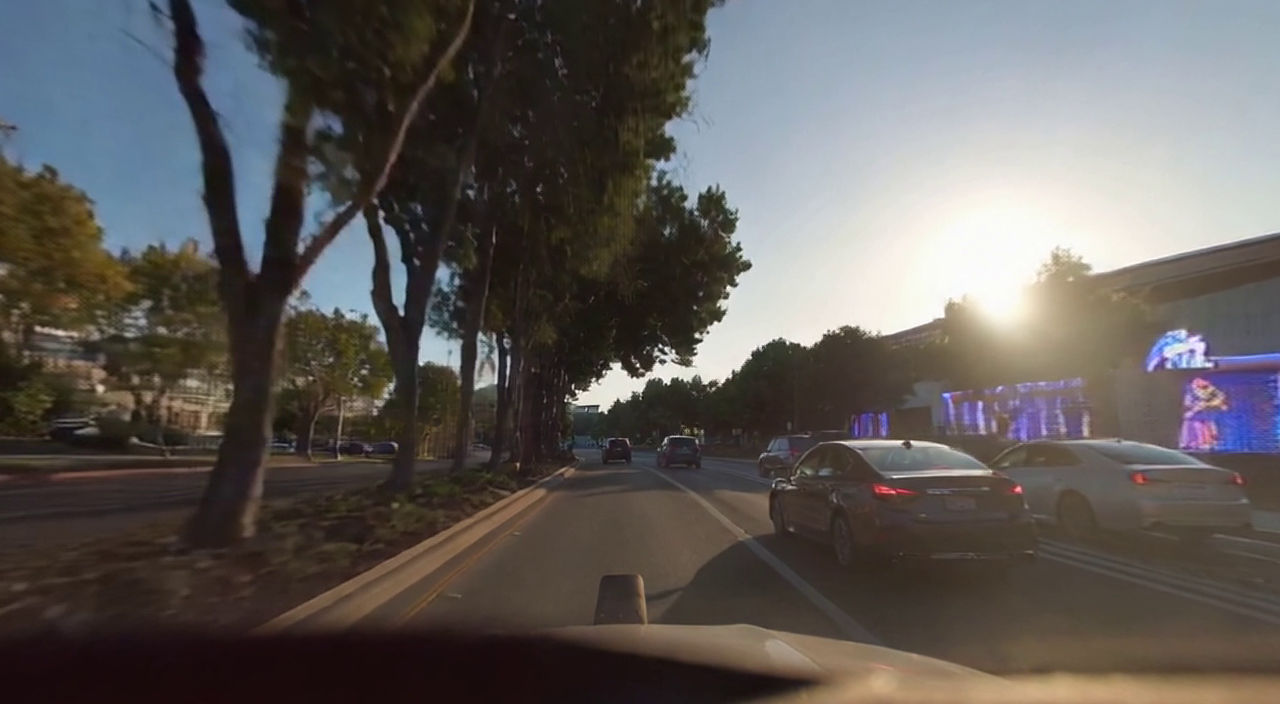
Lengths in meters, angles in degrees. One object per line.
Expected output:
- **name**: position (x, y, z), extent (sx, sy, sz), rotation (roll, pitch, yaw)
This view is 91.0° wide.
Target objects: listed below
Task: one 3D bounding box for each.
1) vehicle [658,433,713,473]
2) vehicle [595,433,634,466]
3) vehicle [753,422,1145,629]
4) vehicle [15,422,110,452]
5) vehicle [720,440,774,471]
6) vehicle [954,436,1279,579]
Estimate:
- **vehicle**: position (2.104, 4.794, 30.063), extent (2.000, 1.745, 4.206), rotation (1, -8, -4)
- **vehicle**: position (-1.564, 5.754, 37.245), extent (2.051, 1.798, 4.168), rotation (1, -8, -5)
- **vehicle**: position (2.597, 1.556, 6.673), extent (1.883, 1.452, 4.258), rotation (1, -8, -2)
- **vehicle**: position (-35.605, 5.292, 38.967), extent (1.914, 1.698, 4.686), rotation (1, -8, -9)
- **vehicle**: position (5.882, 5.736, 35.195), extent (1.954, 1.606, 4.423), rotation (1, -8, -4)
- **vehicle**: position (6.466, 1.929, 8.701), extent (1.917, 1.457, 4.274), rotation (1, -8, -2)
